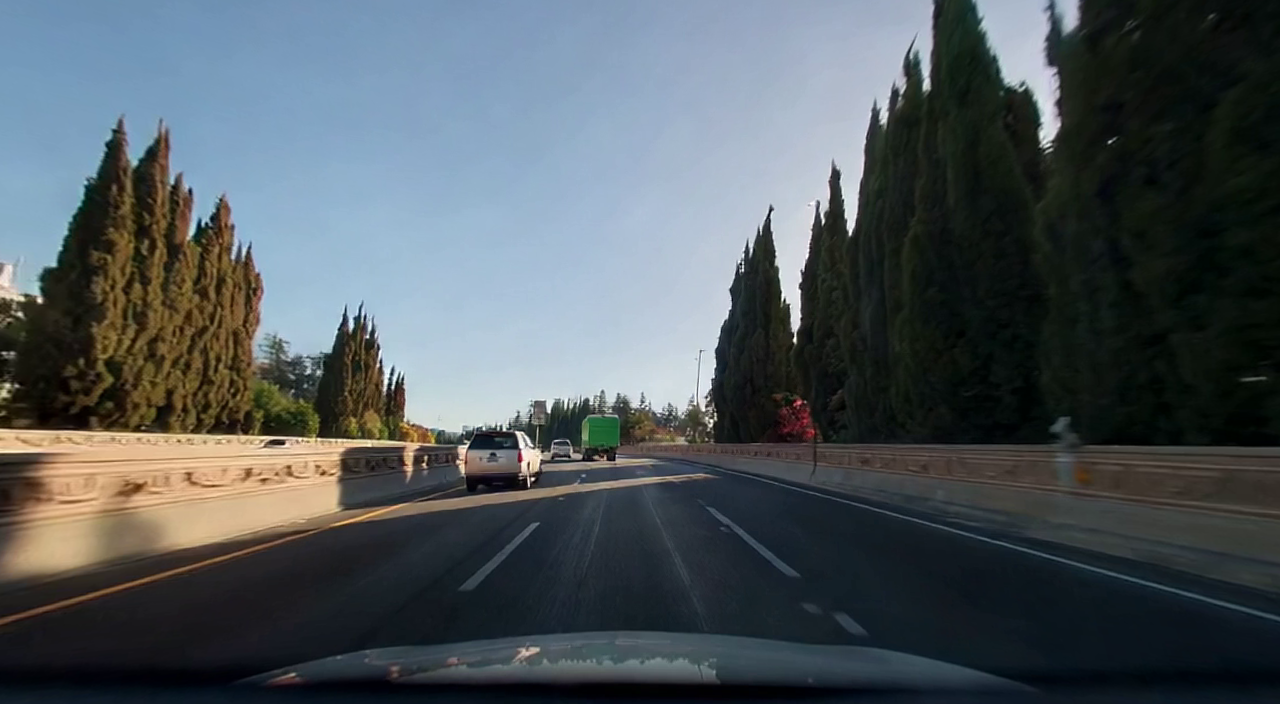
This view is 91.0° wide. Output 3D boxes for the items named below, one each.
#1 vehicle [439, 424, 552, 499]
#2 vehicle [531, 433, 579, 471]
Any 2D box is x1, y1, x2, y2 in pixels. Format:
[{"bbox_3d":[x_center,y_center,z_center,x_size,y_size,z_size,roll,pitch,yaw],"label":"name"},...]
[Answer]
[{"bbox_3d":[-3.691,2.889,16.978,2.041,1.734,4.391,0,-9,-1],"label":"vehicle"},{"bbox_3d":[-4.266,5.101,32.245,2.044,1.740,4.361,1,-9,-2],"label":"vehicle"}]
